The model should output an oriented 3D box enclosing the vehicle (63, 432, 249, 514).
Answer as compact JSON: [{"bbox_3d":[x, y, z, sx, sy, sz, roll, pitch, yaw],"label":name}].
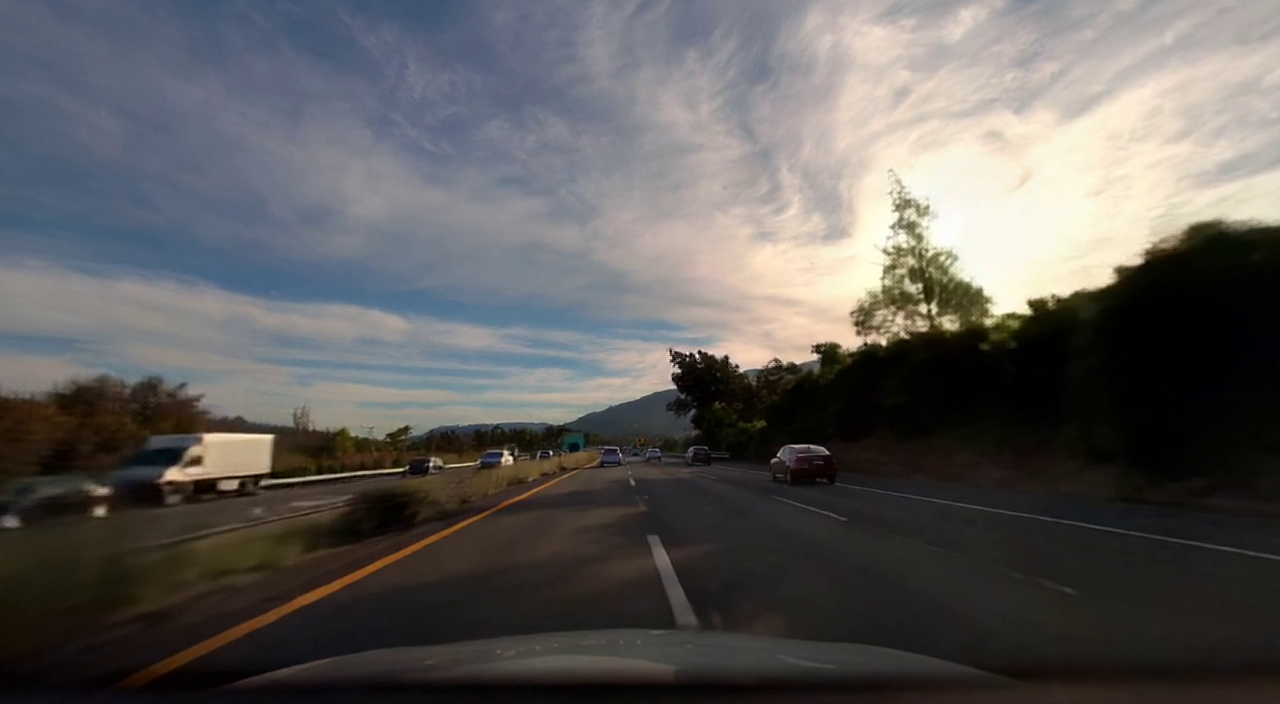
[{"bbox_3d":[-17.661,4.409,23.604,2.368,2.652,5.789,0,-9,-2],"label":"vehicle"}]

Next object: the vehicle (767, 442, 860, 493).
[{"bbox_3d":[5.769,3.887,21.509,1.903,1.566,3.866,0,-9,-3],"label":"vehicle"}]

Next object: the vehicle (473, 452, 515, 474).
[{"bbox_3d":[-10.931,8.334,47.515,2.097,1.503,4.780,0,-9,-1],"label":"vehicle"}]

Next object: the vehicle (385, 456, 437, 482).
[{"bbox_3d":[-14.596,7.481,40.430,1.908,1.493,4.047,0,-9,-1],"label":"vehicle"}]

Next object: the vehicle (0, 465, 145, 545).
[{"bbox_3d":[-13.849,3.382,14.303,1.897,1.488,4.214,0,-9,-2],"label":"vehicle"}]

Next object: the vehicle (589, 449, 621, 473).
[{"bbox_3d":[-2.328,7.352,42.805,2.021,1.507,4.272,0,-9,-2],"label":"vehicle"}]
